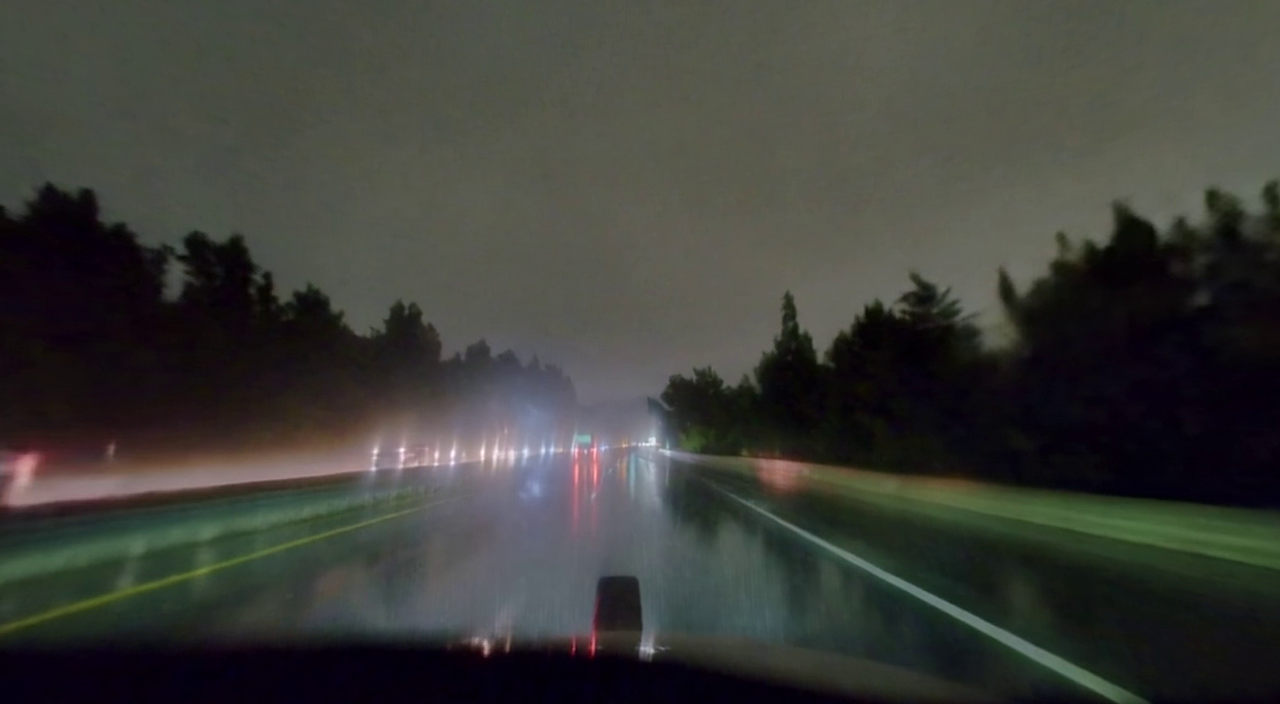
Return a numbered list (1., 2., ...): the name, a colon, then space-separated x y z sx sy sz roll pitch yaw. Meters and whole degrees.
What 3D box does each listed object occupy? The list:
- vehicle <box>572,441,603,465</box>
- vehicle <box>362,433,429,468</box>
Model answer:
1. vehicle: -3.991 7.736 48.132 2.098 1.692 4.038 0 -9 0
2. vehicle: -14.789 5.983 38.229 2.109 1.954 4.790 -1 -9 1
